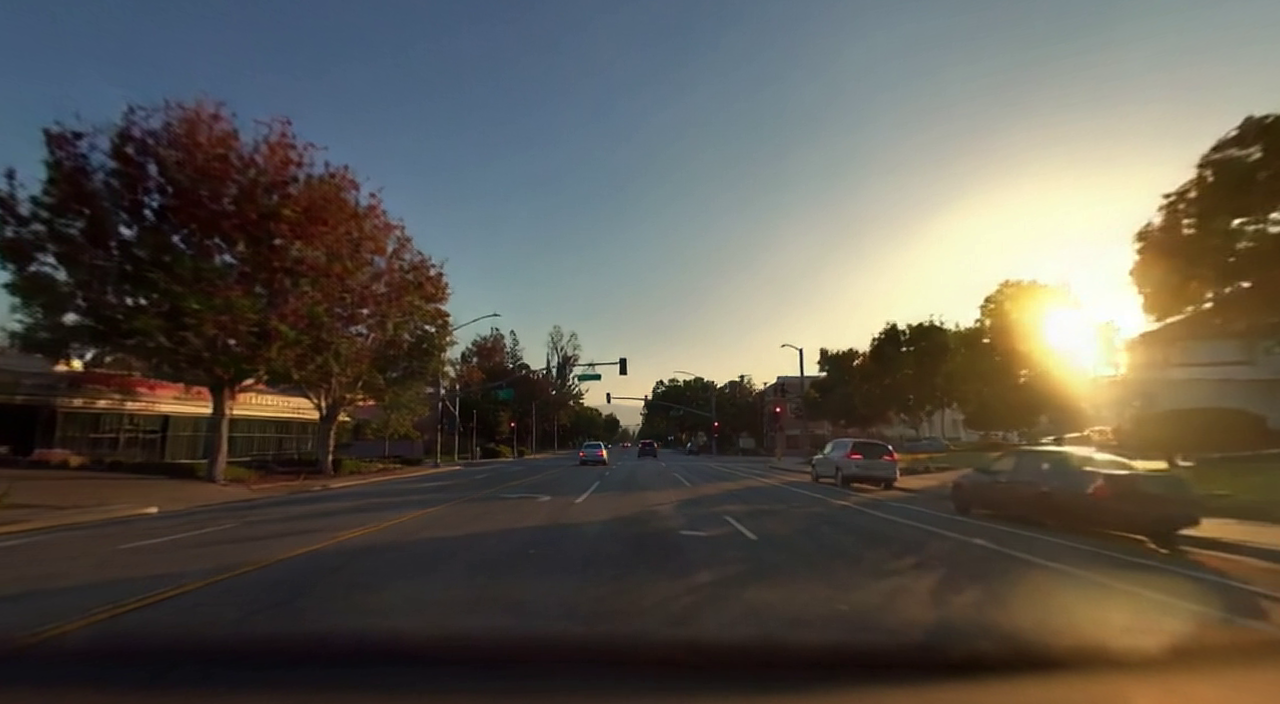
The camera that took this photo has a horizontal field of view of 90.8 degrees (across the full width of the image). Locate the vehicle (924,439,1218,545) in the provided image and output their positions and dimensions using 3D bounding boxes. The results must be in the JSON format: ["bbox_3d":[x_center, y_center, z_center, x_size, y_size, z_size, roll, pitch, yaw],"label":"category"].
[{"bbox_3d":[7.184,2.326,11.348,1.922,1.473,4.738,0,-8,0],"label":"vehicle"}]

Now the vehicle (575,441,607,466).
[{"bbox_3d":[-3.280,6.897,43.078,1.915,1.553,3.846,0,-8,0],"label":"vehicle"}]

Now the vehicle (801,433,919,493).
[{"bbox_3d":[7.240,3.697,21.496,2.132,1.793,5.003,0,-8,-1],"label":"vehicle"}]
